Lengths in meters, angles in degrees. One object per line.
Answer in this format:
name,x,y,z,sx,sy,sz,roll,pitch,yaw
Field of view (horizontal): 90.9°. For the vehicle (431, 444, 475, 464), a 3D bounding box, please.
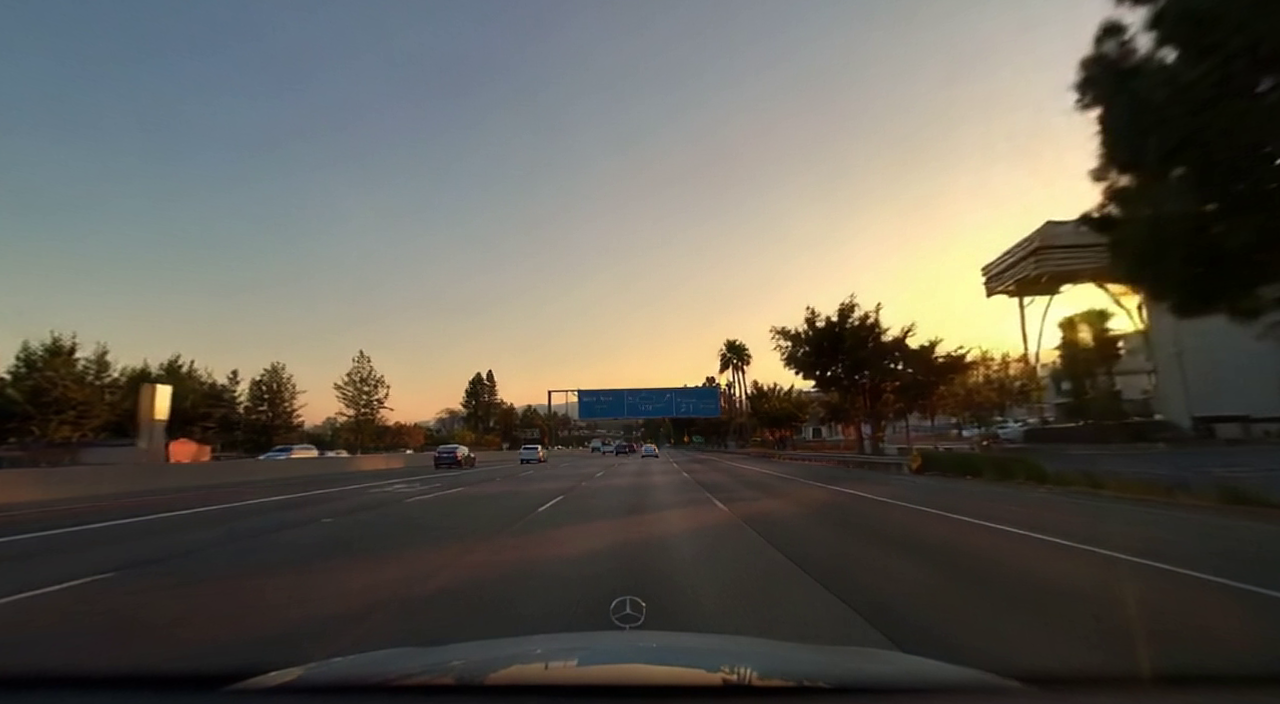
vehicle,-14.166,7.718,48.014,1.818,1.377,4.419,-1,-8,2
